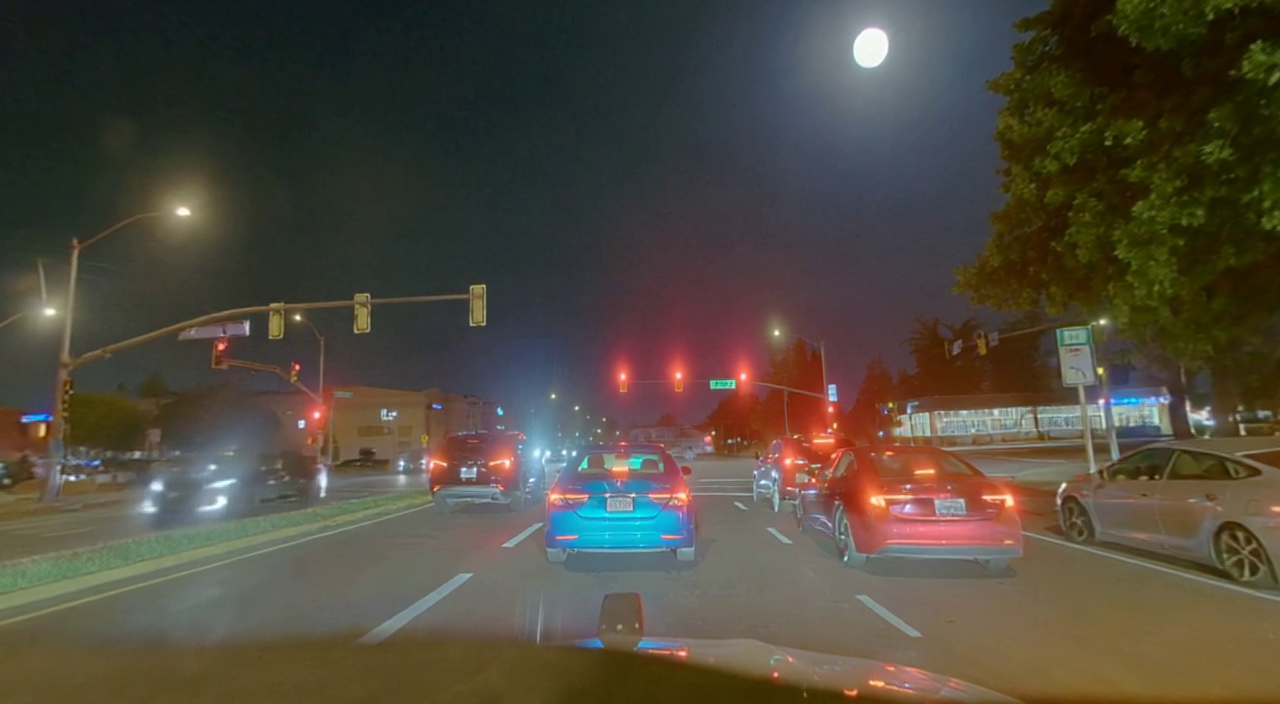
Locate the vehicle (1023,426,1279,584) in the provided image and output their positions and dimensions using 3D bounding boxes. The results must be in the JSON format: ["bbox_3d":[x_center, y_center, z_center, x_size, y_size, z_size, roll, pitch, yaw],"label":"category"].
[{"bbox_3d":[7.198,1.732,7.818,2.004,1.508,4.646,0,-8,0],"label":"vehicle"}]

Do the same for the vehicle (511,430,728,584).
[{"bbox_3d":[-0.178,1.800,8.158,2.098,1.477,3.897,0,-8,1],"label":"vehicle"}]

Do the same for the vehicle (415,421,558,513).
[{"bbox_3d":[-3.440,2.706,15.381,2.160,1.823,5.115,0,-8,1],"label":"vehicle"}]

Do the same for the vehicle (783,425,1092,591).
[{"bbox_3d":[3.235,1.756,7.998,2.020,1.513,4.120,0,-8,2],"label":"vehicle"}]

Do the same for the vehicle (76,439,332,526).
[{"bbox_3d":[-8.688,2.607,13.295,1.966,1.469,4.714,0,-9,1],"label":"vehicle"}]
